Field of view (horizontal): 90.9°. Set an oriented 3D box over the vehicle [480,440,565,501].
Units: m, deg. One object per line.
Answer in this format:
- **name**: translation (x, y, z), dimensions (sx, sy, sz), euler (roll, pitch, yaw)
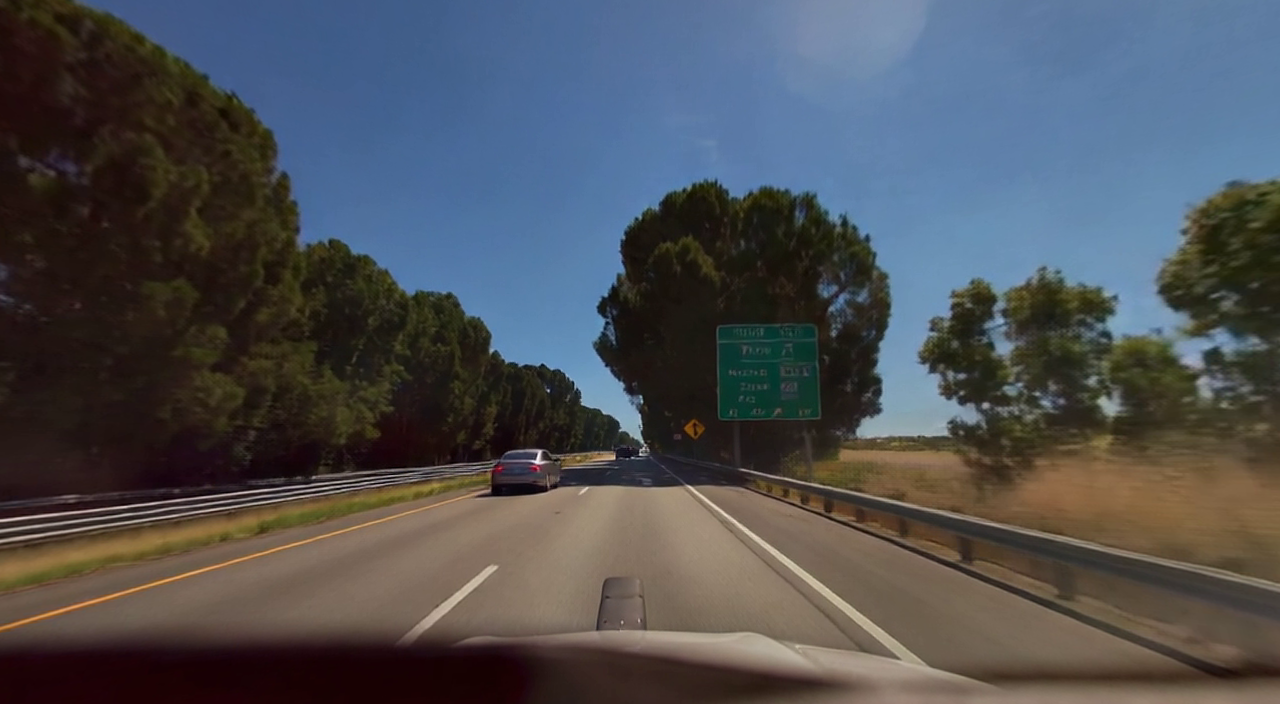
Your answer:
- **vehicle**: translation (-3.239, 3.335, 18.038), dimensions (1.675, 1.537, 3.574), euler (-1, -9, 1)
